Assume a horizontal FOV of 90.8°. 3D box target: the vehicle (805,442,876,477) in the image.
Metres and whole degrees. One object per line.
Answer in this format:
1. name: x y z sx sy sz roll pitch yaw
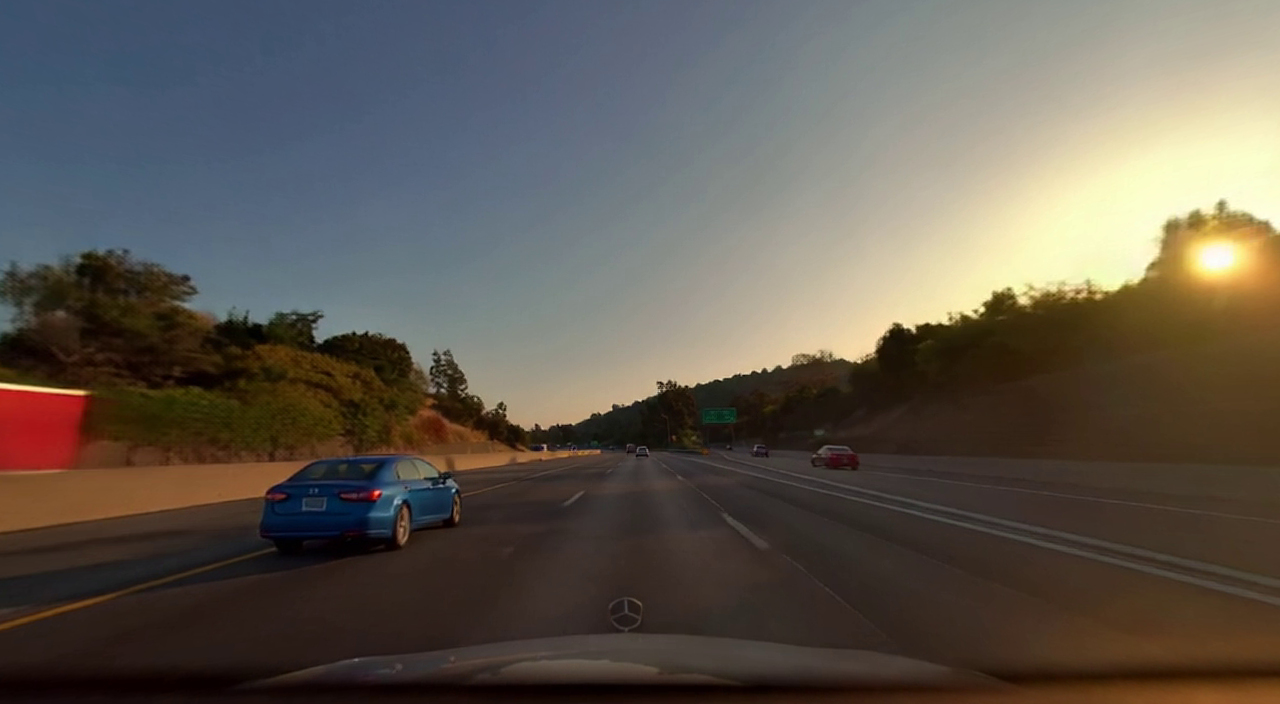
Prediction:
1. vehicle: 9.247 5.008 29.546 1.884 1.485 4.600 -1 -9 1

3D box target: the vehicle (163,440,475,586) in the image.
1. vehicle: -3.836 1.976 8.688 1.873 1.438 4.546 -1 -9 1
